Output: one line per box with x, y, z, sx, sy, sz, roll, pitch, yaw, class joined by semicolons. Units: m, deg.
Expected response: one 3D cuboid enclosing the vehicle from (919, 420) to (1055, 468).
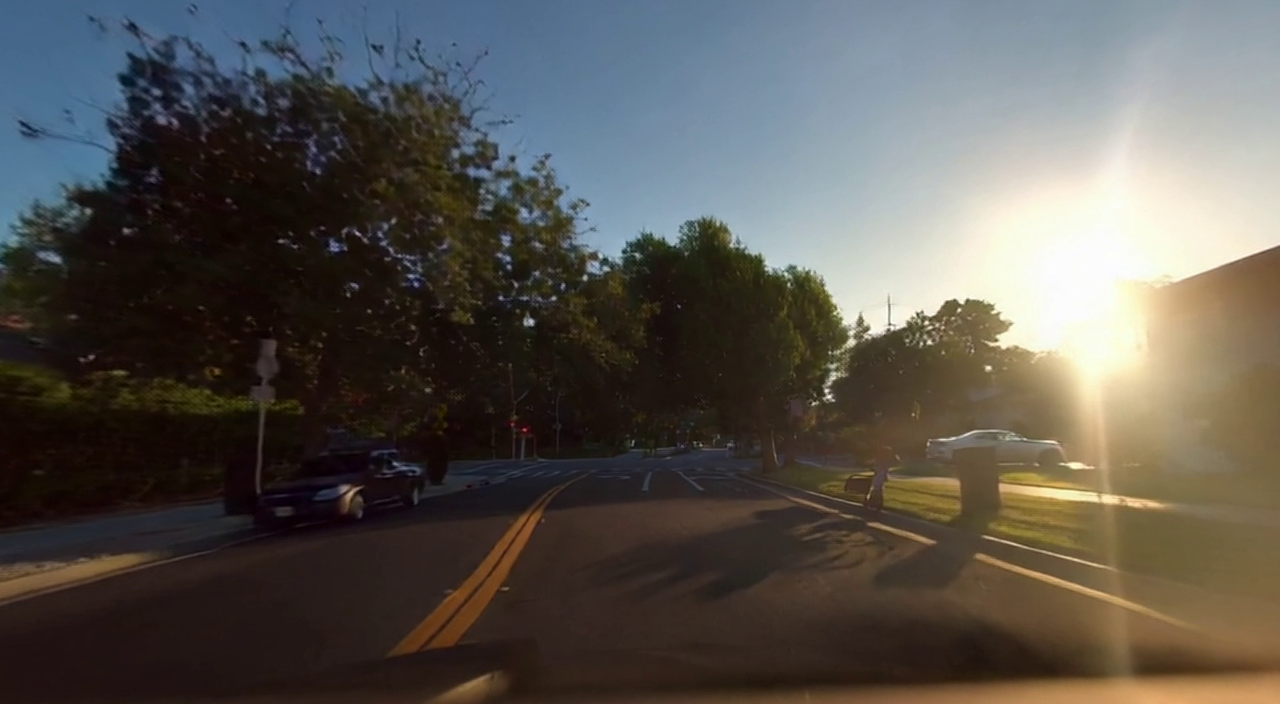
14.811;3.989;27.036;4.562;1.850;2.130;1;-10;3;vehicle

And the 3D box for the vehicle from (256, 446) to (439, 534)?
-6.075;2.855;13.738;2.033;1.456;4.370;-3;-8;-2;vehicle
